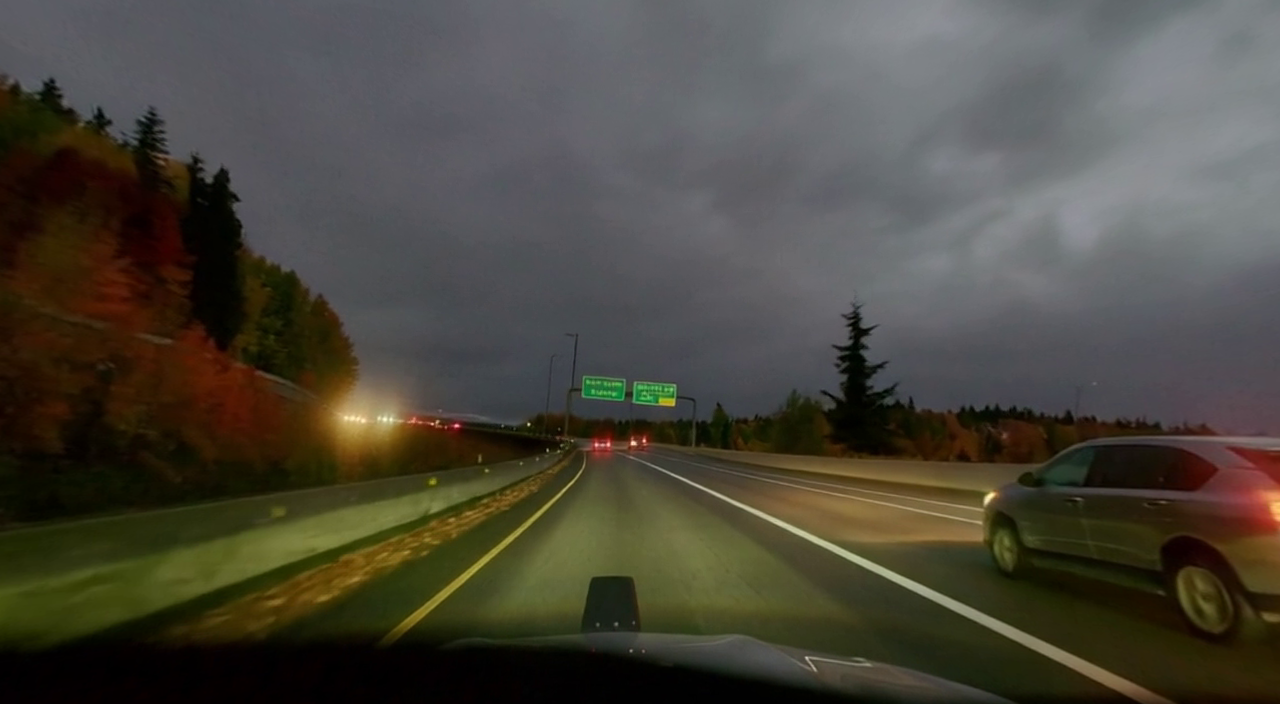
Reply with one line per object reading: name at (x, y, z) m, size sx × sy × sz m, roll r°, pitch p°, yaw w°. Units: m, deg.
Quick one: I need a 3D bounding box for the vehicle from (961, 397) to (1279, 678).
vehicle at (4.491, 1.203, 4.672) m, size 1.952 × 1.536 × 4.036 m, roll -1°, pitch -9°, yaw -1°
